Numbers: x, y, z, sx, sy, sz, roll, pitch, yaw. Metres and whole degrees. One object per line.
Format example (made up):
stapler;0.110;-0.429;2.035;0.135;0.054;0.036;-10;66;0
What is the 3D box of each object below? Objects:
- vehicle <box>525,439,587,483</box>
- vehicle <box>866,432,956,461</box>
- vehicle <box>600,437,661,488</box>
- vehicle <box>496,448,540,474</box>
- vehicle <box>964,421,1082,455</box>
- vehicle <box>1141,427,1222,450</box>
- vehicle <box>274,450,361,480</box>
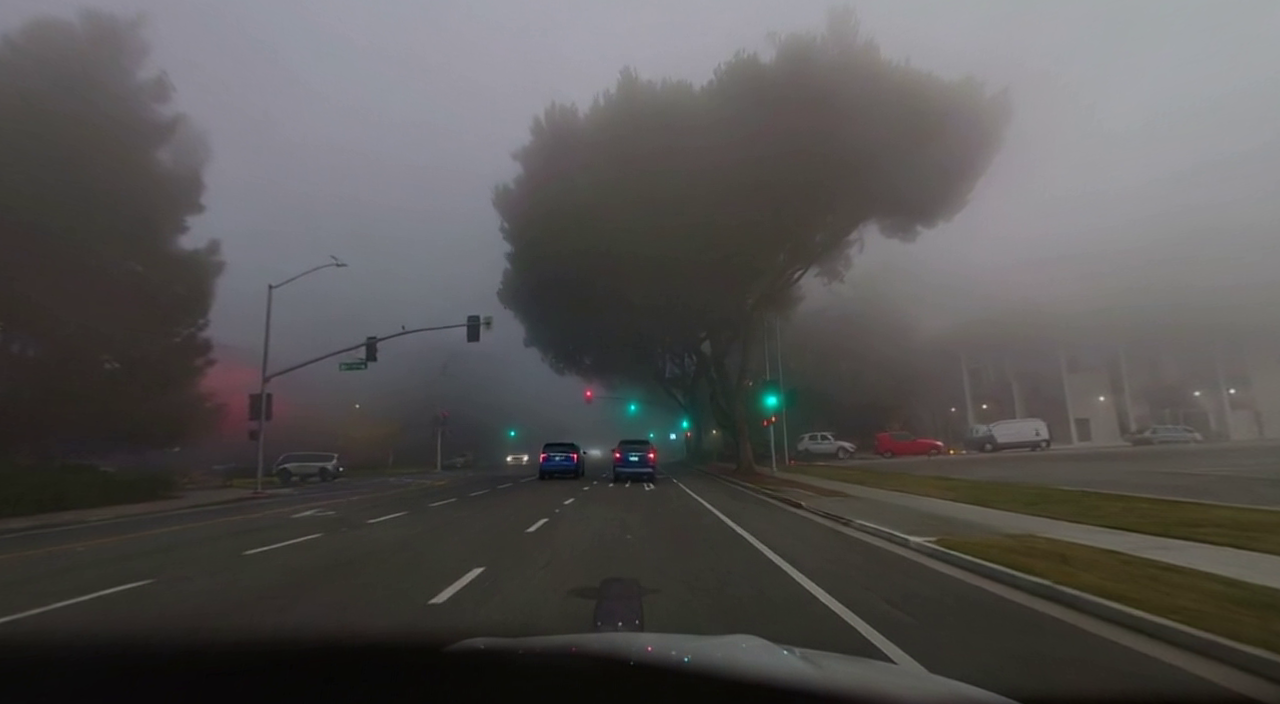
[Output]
vehicle;-3.600;4.769;27.860;2.097;1.755;4.336;0;-9;0
vehicle;17.746;6.224;41.486;4.932;1.827;2.031;0;-9;-4
vehicle;-0.346;4.218;24.441;2.088;1.735;4.801;0;-9;0
vehicle;-7.996;7.155;41.729;1.986;1.637;4.324;0;-9;0
vehicle;25.603;5.794;42.412;6.325;2.155;2.457;0;-9;-4
vehicle;36.722;5.887;42.862;3.873;1.546;1.842;1;-8;-5
vehicle;-21.263;7.474;41.830;4.521;1.753;2.148;1;-10;0
